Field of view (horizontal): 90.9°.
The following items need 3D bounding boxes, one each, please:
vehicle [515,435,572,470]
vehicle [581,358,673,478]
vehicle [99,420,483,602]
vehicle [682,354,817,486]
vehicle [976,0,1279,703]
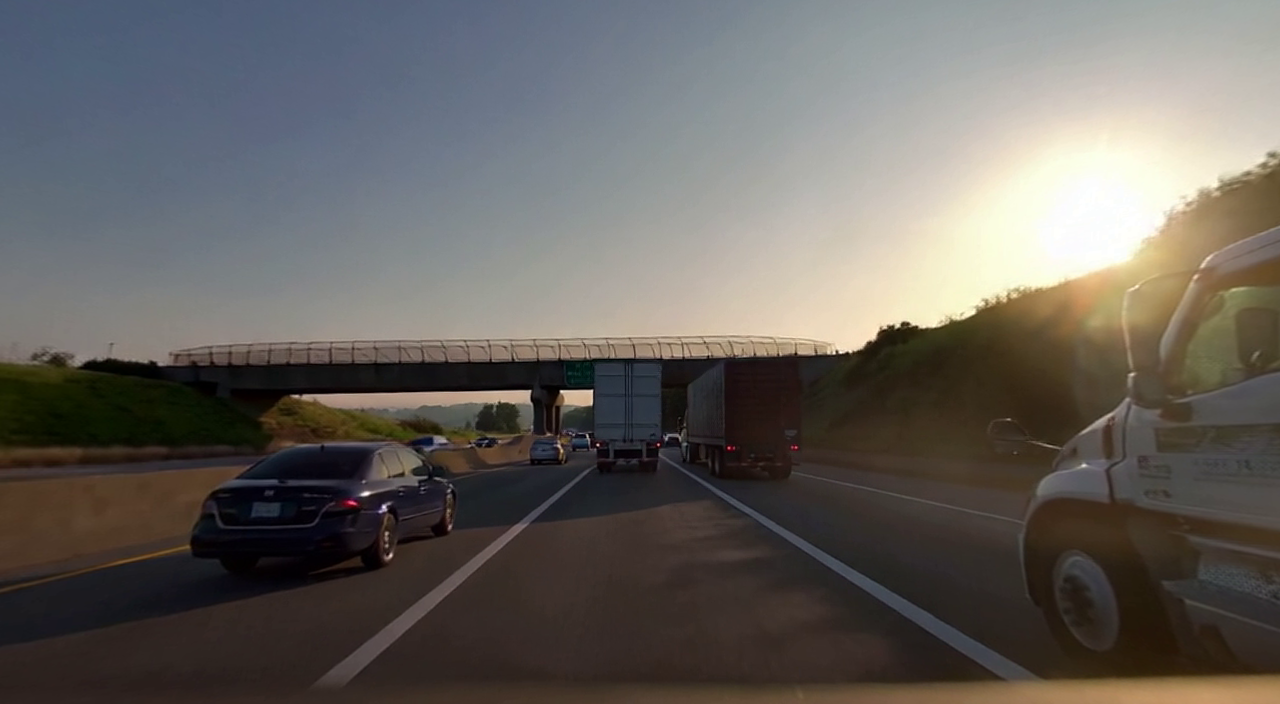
[{"bbox_3d":[-4.384,4.615,29.231,2.049,1.483,3.786,0,-8,-1],"label":"vehicle"},{"bbox_3d":[-0.501,2.938,26.742,3.090,4.065,10.702,0,-8,-1],"label":"vehicle"},{"bbox_3d":[-3.420,1.611,7.496,1.894,1.460,4.662,0,-8,0],"label":"vehicle"},{"bbox_3d":[3.615,2.757,24.406,2.817,3.886,11.491,0,-8,-2],"label":"vehicle"},{"bbox_3d":[3.935,-0.483,1.237,3.074,3.896,5.910,0,-8,-1],"label":"vehicle"}]
